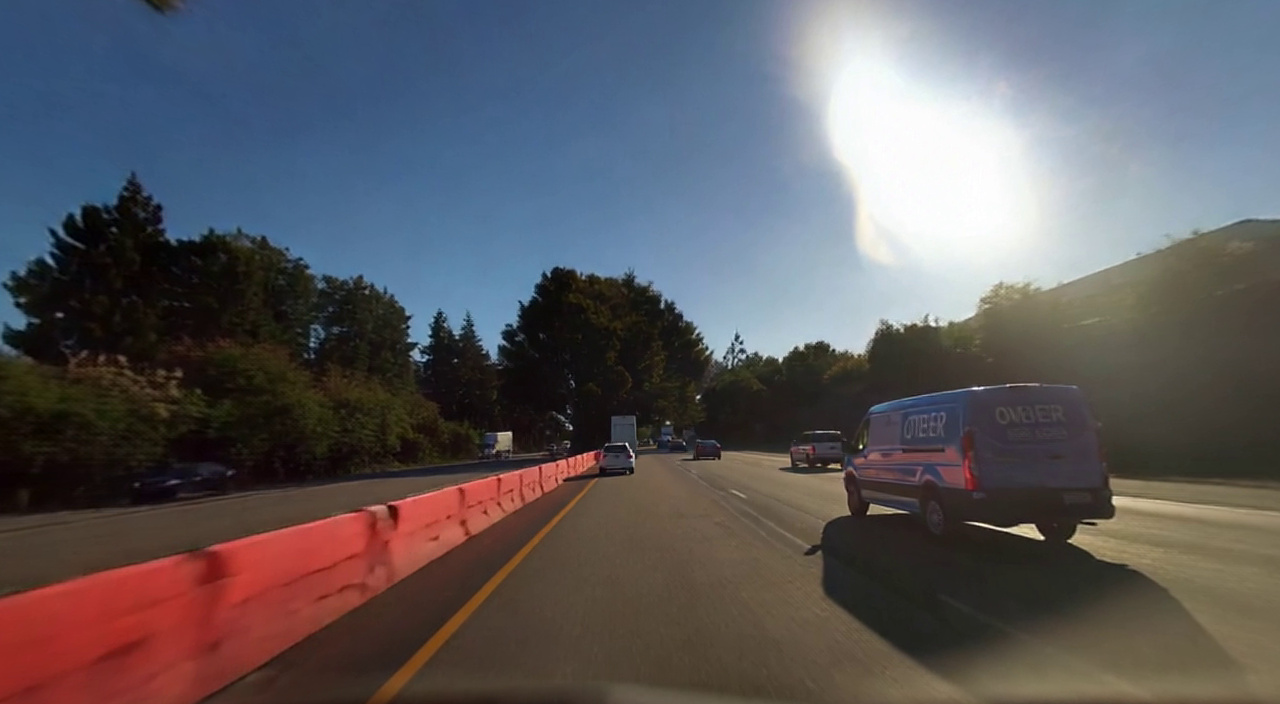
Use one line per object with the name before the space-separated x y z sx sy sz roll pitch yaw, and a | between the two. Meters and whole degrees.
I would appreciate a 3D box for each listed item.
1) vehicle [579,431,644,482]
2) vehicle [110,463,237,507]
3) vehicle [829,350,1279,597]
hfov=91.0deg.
vehicle | -0.977 3.651 22.270 2.100 1.636 3.620 0 -8 -1
vehicle | -18.616 5.294 25.401 1.811 1.456 4.313 0 -8 0
vehicle | 4.310 1.343 7.776 2.223 2.008 5.121 0 -8 -1
